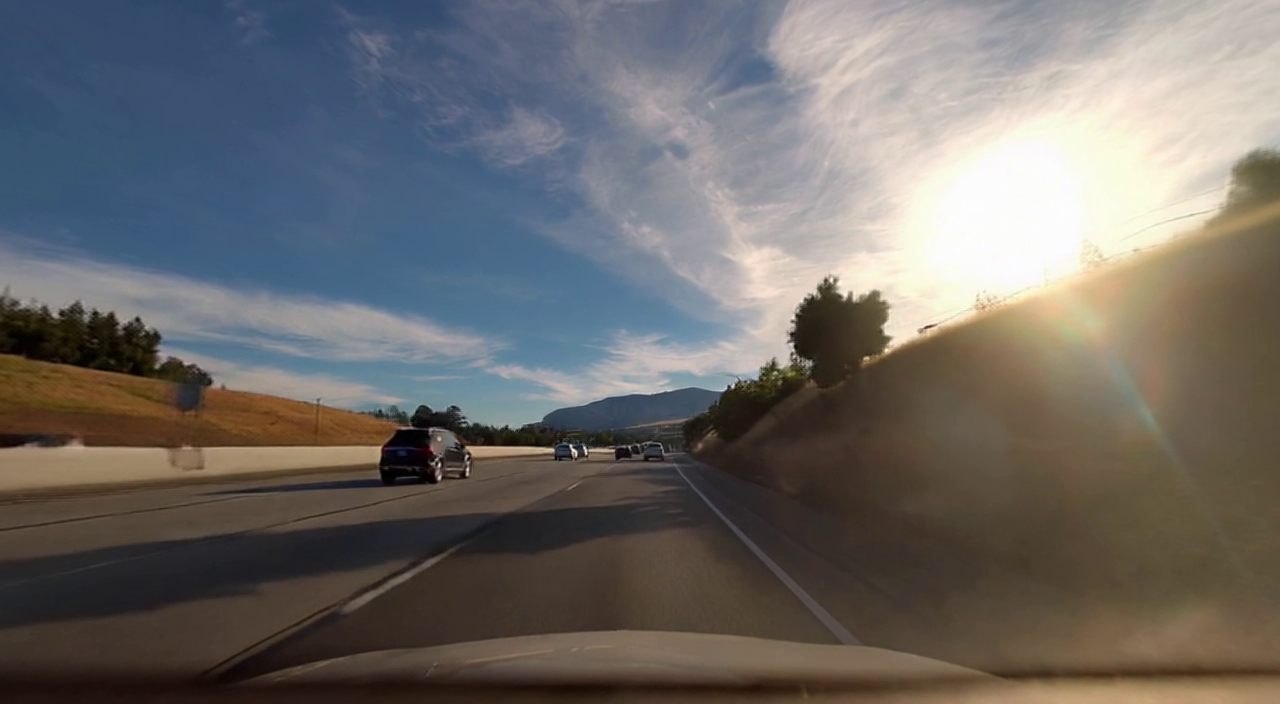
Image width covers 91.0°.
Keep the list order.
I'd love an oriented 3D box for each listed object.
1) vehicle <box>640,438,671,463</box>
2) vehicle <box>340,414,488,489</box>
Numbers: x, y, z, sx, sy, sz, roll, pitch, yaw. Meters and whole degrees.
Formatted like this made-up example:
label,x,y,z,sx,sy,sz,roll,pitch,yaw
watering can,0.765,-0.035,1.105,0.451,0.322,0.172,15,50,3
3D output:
label,x,y,z,sx,sy,sz,roll,pitch,yaw
vehicle,1.143,7.334,47.021,2.141,1.706,4.065,0,-8,1
vehicle,-6.792,3.103,19.856,2.438,1.967,5.596,0,-8,1
